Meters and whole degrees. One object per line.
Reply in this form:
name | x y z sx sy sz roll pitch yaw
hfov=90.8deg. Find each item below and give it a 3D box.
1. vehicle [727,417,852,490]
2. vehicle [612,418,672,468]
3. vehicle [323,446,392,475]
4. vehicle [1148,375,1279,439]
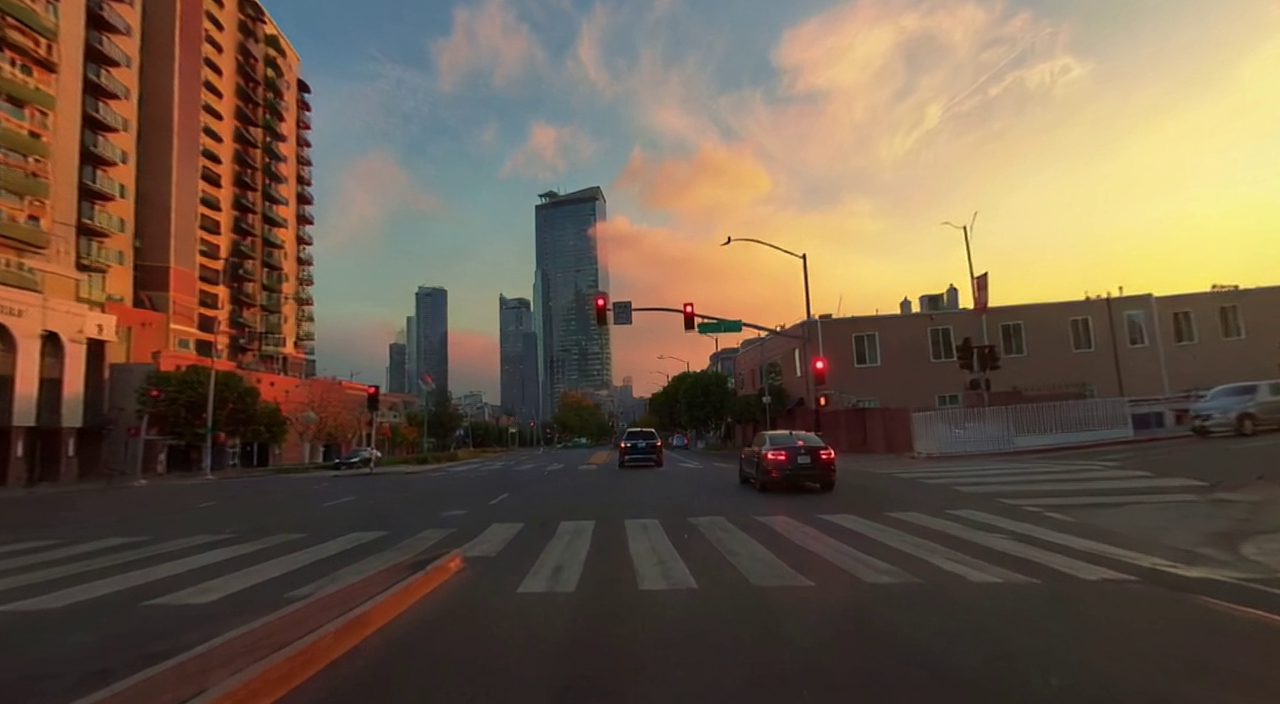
vehicle | 3.495 2.497 15.761 1.987 1.538 4.510 0 -9 0
vehicle | 0.113 3.612 25.015 2.168 1.776 4.135 0 -9 1
vehicle | -17.165 6.594 38.674 2.011 1.630 4.541 0 -9 1
vehicle | 20.239 1.729 20.627 5.146 1.699 2.269 -5 -10 0
